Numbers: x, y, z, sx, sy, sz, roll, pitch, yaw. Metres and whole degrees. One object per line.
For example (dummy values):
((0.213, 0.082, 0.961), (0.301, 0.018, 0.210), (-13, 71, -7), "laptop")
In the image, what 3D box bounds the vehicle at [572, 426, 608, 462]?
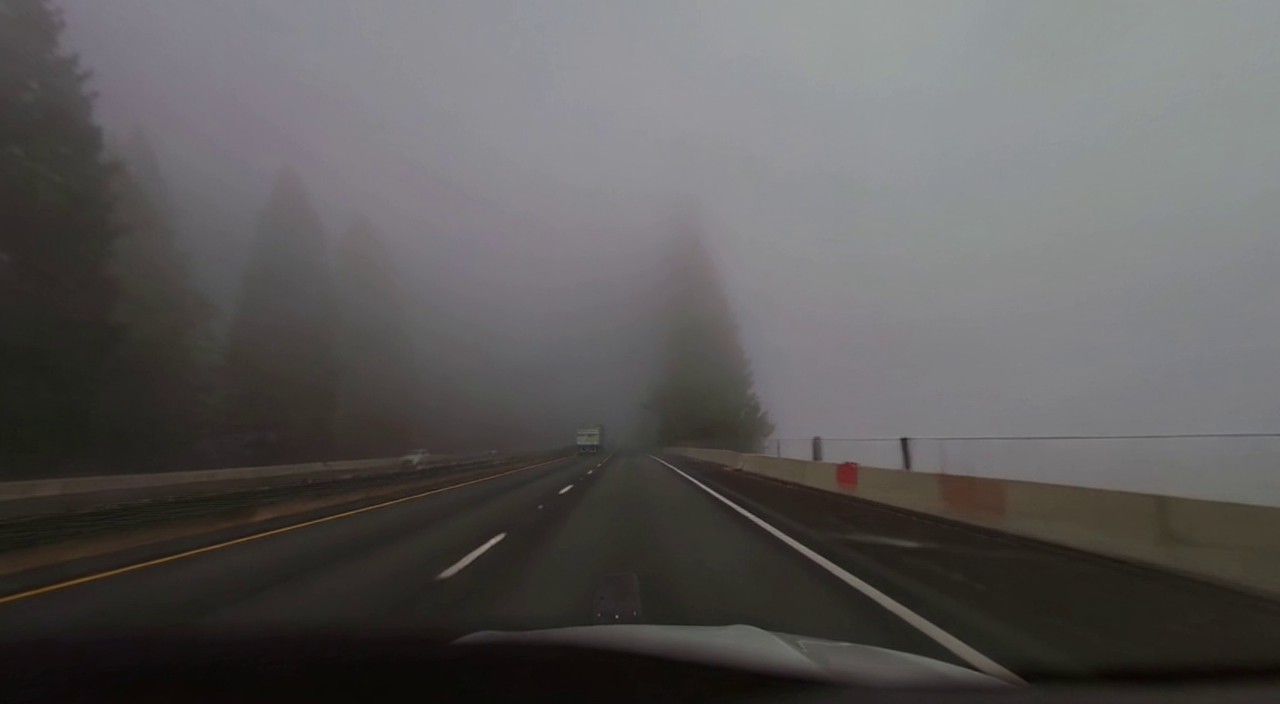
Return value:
((-3.846, 7.200, 49.361), (2.484, 2.625, 5.907), (0, -8, -1), "vehicle")
